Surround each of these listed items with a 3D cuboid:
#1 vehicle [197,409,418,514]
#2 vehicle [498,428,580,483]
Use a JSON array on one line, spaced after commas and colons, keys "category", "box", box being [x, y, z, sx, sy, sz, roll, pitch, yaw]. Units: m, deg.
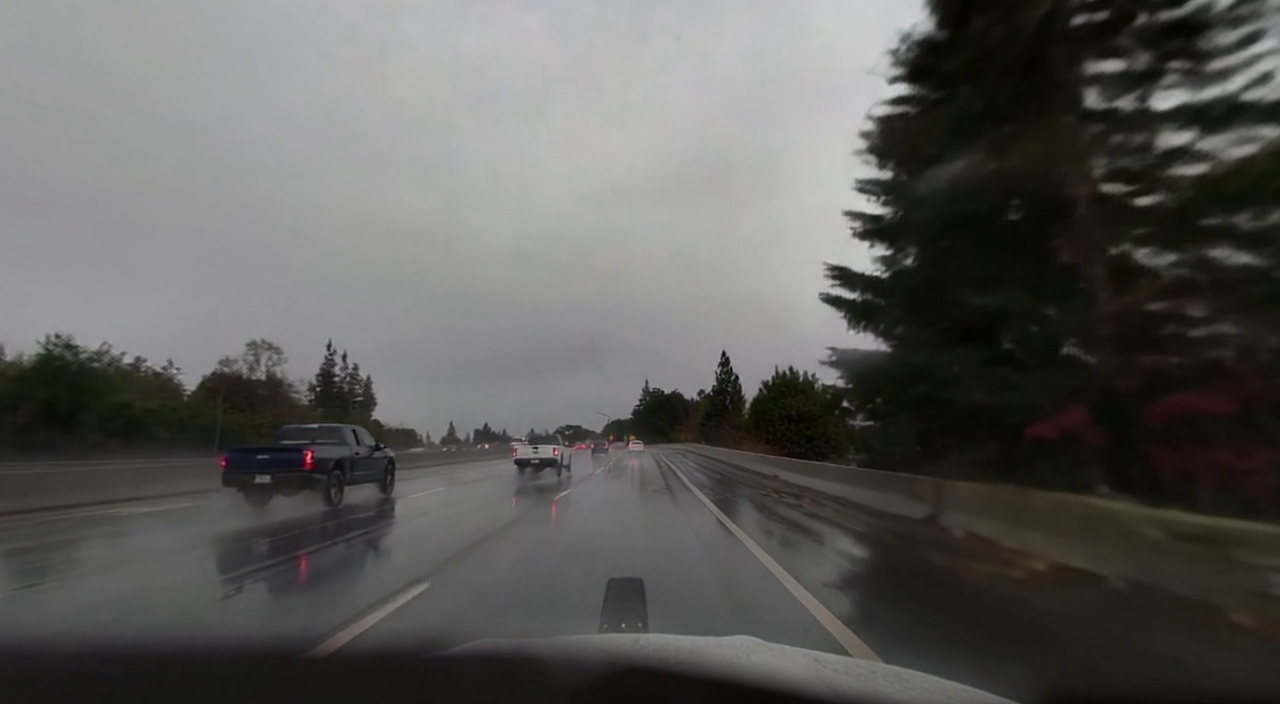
[{"category": "vehicle", "box": [-7.225, 2.456, 14.554, 2.160, 1.949, 5.293, 0, -8, 1]}, {"category": "vehicle", "box": [-3.614, 3.825, 23.499, 2.142, 1.789, 5.009, 0, -8, 1]}]
